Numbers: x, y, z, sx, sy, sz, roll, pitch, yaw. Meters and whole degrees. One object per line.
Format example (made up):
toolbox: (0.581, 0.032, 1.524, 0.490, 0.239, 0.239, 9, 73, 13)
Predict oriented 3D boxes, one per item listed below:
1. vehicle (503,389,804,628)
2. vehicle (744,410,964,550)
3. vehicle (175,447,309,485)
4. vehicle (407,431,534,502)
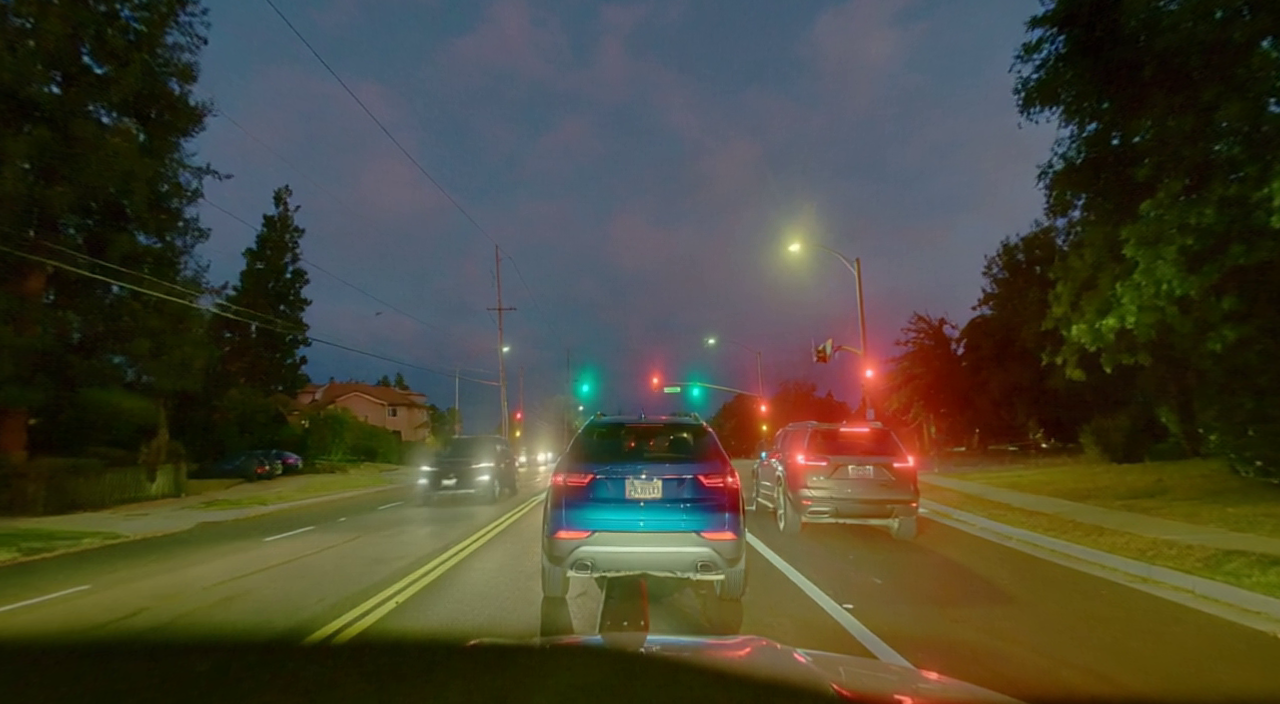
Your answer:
vehicle: (0.066, 1.424, 6.660, 2.151, 1.695, 4.100, 0, -8, -1)
vehicle: (3.080, 1.935, 10.208, 1.967, 1.756, 4.281, 0, -8, -1)
vehicle: (-16.145, 4.639, 25.717, 4.245, 1.446, 1.827, 0, -8, 1)
vehicle: (-4.540, 3.141, 17.775, 2.292, 1.711, 4.541, 0, -8, 0)
